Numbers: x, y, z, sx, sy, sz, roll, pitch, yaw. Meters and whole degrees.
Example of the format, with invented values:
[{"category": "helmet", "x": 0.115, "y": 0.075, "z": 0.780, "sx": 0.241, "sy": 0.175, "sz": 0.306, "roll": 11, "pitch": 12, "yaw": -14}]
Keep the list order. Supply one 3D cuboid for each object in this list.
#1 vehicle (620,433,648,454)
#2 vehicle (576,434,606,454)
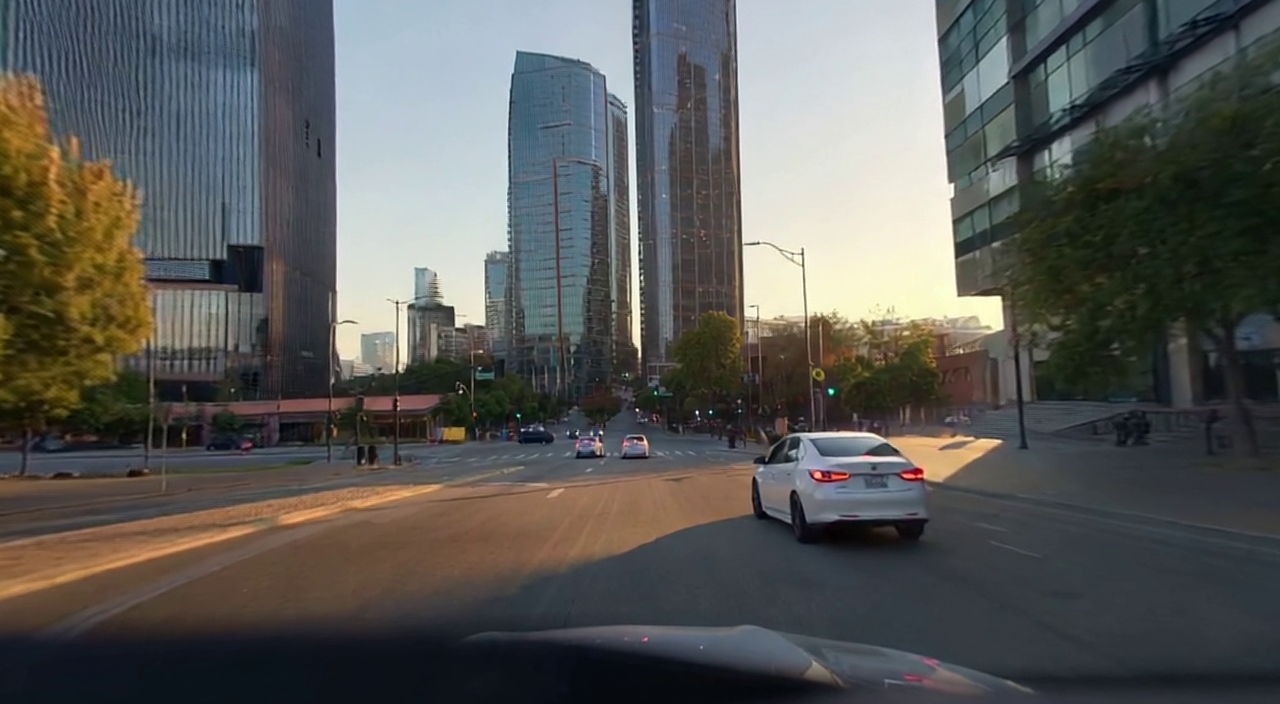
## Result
[{"category": "vehicle", "x": -0.449, "y": 6.766, "z": 47.063, "sx": 2.016, "sy": 1.478, "sz": 3.795, "roll": 0, "pitch": -7, "yaw": 0}, {"category": "vehicle", "x": -3.672, "y": 6.966, "z": 48.107, "sx": 1.995, "sy": 1.479, "sz": 4.627, "roll": 0, "pitch": -7, "yaw": -1}]
